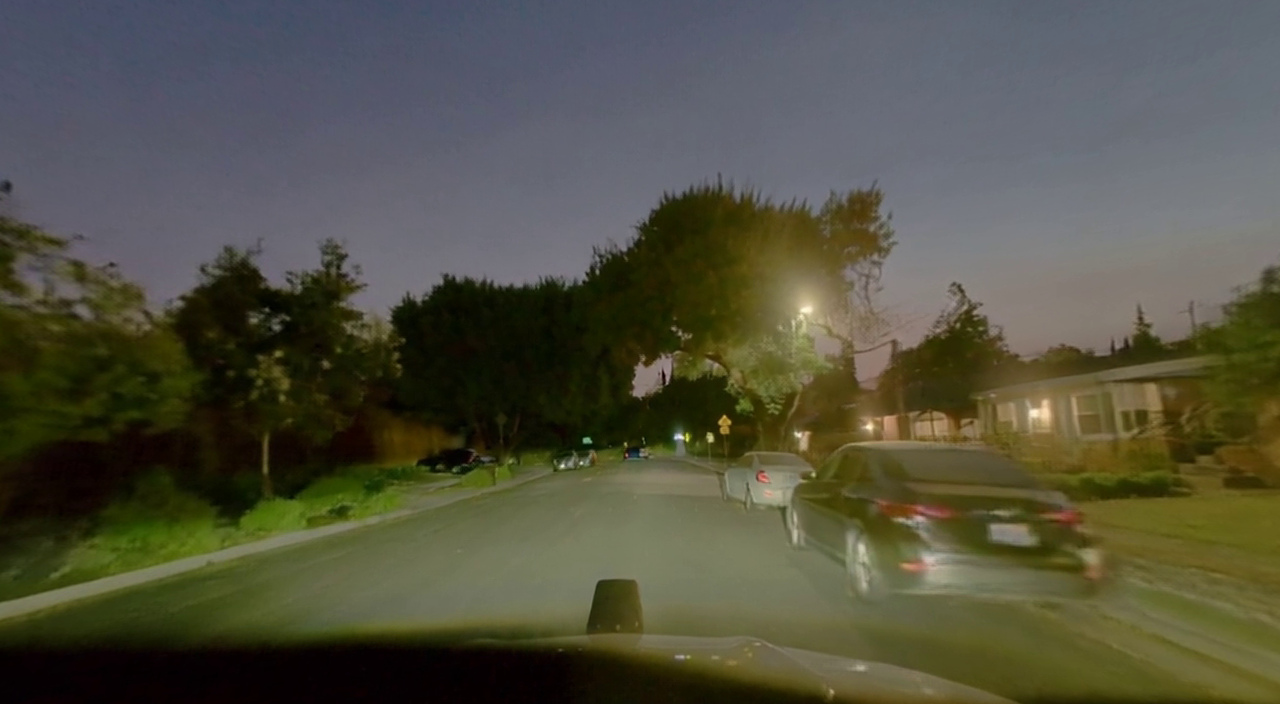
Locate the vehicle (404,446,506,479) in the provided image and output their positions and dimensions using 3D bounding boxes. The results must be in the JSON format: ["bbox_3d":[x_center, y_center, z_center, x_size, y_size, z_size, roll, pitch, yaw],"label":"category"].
[{"bbox_3d":[-9.991,5.978,34.403,4.933,1.547,2.125,-2,-8,0],"label":"vehicle"}]

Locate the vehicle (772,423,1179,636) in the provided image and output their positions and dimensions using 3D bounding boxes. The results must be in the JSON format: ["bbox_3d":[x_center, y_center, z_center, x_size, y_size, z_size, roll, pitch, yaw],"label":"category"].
[{"bbox_3d":[2.852,1.605,6.826,2.022,1.483,4.565,0,-9,2],"label":"vehicle"}]

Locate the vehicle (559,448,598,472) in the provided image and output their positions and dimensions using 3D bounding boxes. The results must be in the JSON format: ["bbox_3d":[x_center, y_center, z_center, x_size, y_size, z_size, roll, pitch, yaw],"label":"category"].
[{"bbox_3d":[-4.012,7.156,42.001,1.987,1.459,4.473,-1,-9,3],"label":"vehicle"}]
